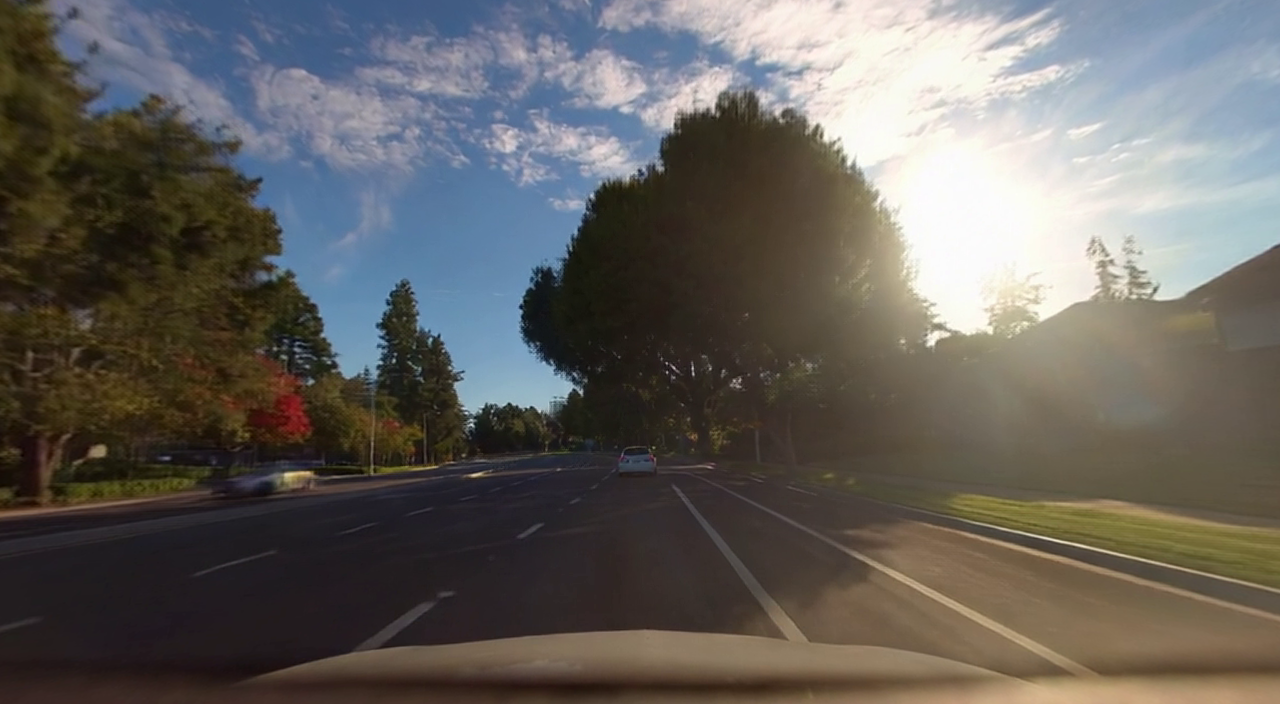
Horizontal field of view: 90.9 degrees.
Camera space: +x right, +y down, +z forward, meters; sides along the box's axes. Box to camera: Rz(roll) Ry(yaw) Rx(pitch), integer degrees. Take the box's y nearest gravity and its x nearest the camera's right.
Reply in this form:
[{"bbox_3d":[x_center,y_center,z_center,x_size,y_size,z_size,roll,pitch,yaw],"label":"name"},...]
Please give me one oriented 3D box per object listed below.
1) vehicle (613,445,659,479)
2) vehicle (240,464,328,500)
[{"bbox_3d":[-0.153,5.056,29.314,2.009,1.456,4.003,0,-8,1],"label":"vehicle"},{"bbox_3d":[-17.147,6.264,30.617,1.824,1.471,4.117,0,-8,0],"label":"vehicle"}]
